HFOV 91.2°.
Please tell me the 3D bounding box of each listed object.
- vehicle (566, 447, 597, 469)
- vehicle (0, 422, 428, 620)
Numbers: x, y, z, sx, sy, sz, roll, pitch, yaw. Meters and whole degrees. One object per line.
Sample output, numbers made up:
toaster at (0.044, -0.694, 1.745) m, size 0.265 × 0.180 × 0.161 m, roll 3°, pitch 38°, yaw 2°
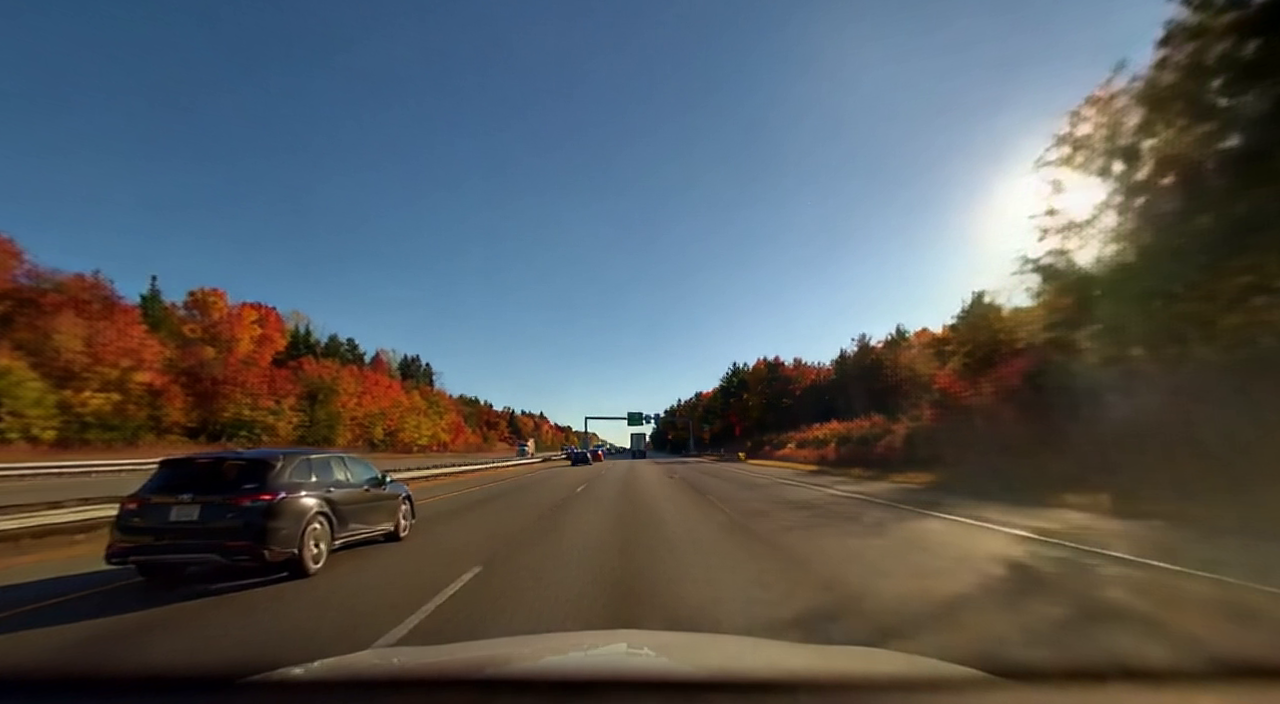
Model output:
vehicle at (-4.306, 7.821, 46.387) m, size 1.963 × 1.475 × 3.665 m, roll 0°, pitch -9°, yaw 0°
vehicle at (-4.127, 1.647, 7.019) m, size 2.071 × 1.525 × 4.058 m, roll 0°, pitch -9°, yaw 0°
